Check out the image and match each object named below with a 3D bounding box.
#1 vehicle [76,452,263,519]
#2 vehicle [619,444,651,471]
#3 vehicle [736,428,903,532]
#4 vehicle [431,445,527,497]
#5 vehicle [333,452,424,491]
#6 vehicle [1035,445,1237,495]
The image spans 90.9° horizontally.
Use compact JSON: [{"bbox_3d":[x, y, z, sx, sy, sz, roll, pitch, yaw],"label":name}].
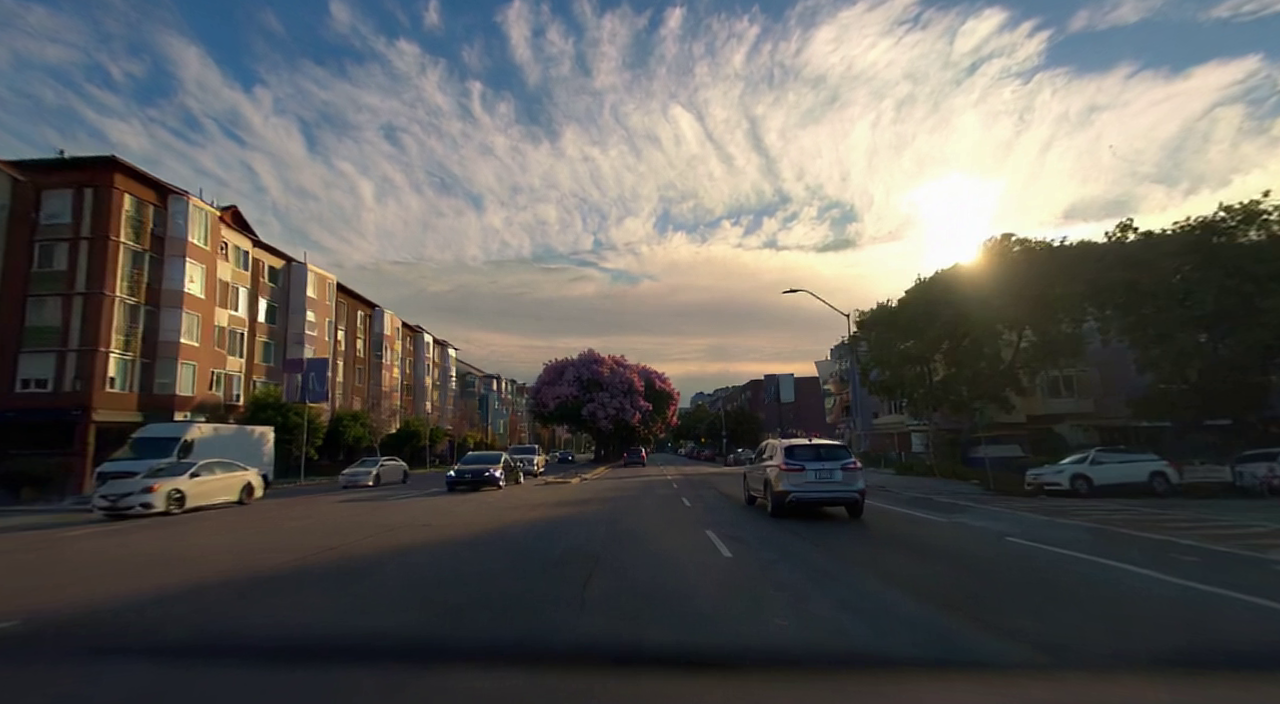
[{"bbox_3d":[-12.626,3.558,17.323,1.886,1.548,4.077,0,-8,1],"label":"vehicle"},{"bbox_3d":[-0.341,7.688,46.114,2.244,1.813,4.129,0,-8,0],"label":"vehicle"},{"bbox_3d":[3.400,2.516,13.030,2.071,1.747,4.549,0,-8,0],"label":"vehicle"},{"bbox_3d":[-5.586,4.148,22.493,2.012,1.501,4.626,-2,-8,3],"label":"vehicle"},{"bbox_3d":[-11.341,5.191,27.736,1.932,1.521,4.738,0,-8,1],"label":"vehicle"},{"bbox_3d":[15.860,3.756,20.323,4.855,1.464,2.100,1,-9,-4],"label":"vehicle"}]
